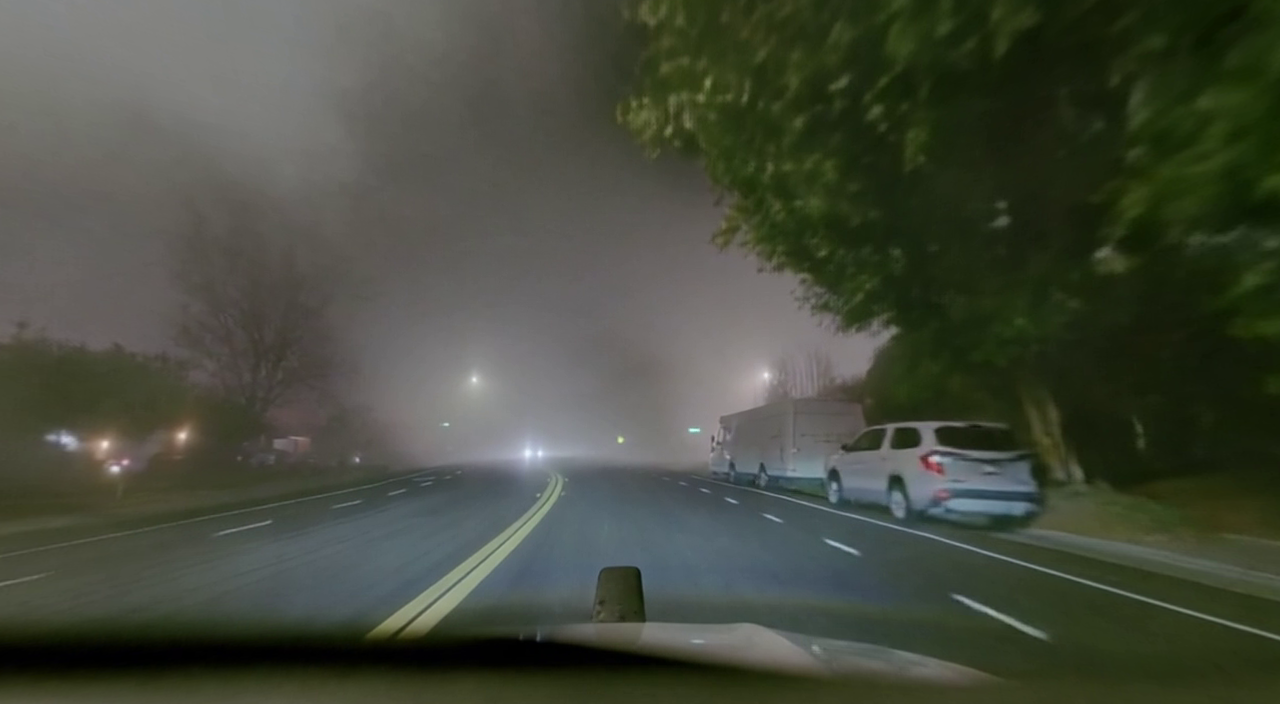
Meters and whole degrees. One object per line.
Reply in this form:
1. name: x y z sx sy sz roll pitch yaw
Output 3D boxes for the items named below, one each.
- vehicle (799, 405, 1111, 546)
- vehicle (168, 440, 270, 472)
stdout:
1. vehicle: 5.584 2.346 12.899 2.670 2.085 6.775 0 -8 -2
2. vehicle: -27.069 6.683 40.772 4.975 1.847 2.096 1 -8 -14
